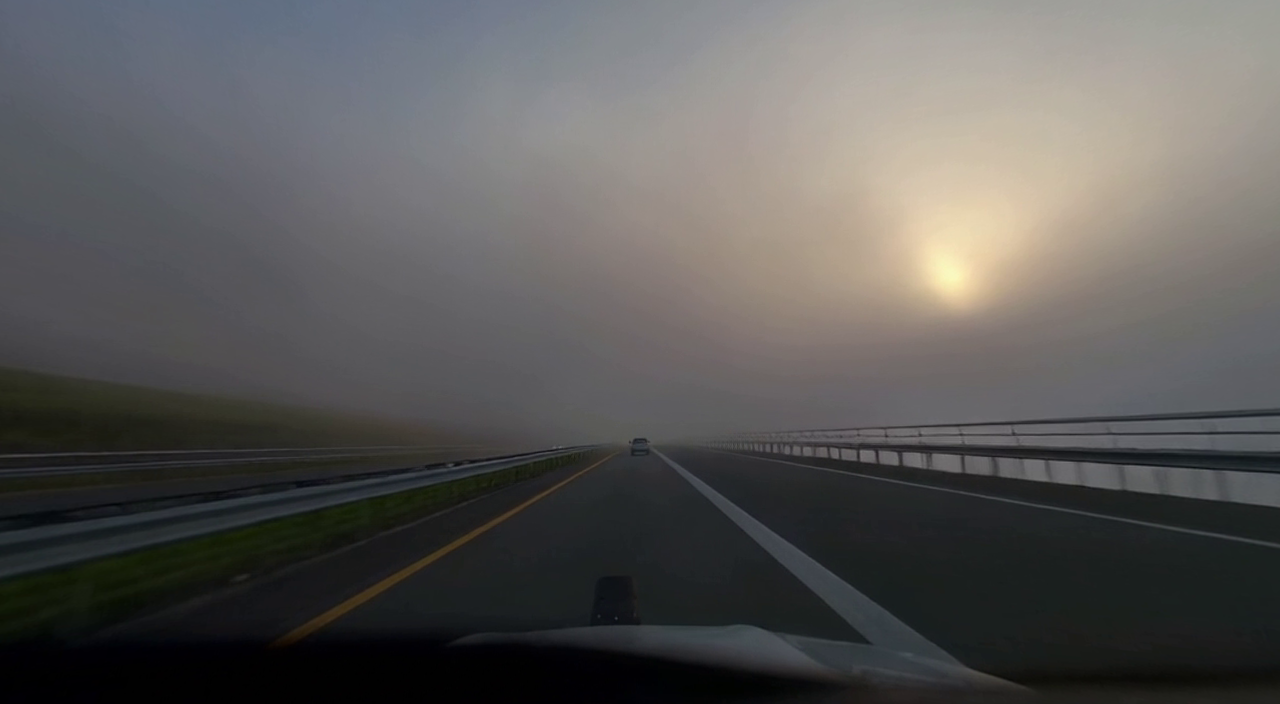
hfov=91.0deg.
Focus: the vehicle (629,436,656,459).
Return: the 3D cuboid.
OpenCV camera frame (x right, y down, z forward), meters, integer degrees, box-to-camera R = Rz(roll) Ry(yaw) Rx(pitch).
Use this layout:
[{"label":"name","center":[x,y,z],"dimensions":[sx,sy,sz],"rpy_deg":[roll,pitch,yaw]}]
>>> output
[{"label":"vehicle","center":[0.187,7.464,49.465],"dimensions":[2.059,1.696,4.165],"rpy_deg":[0,-8,0]}]
